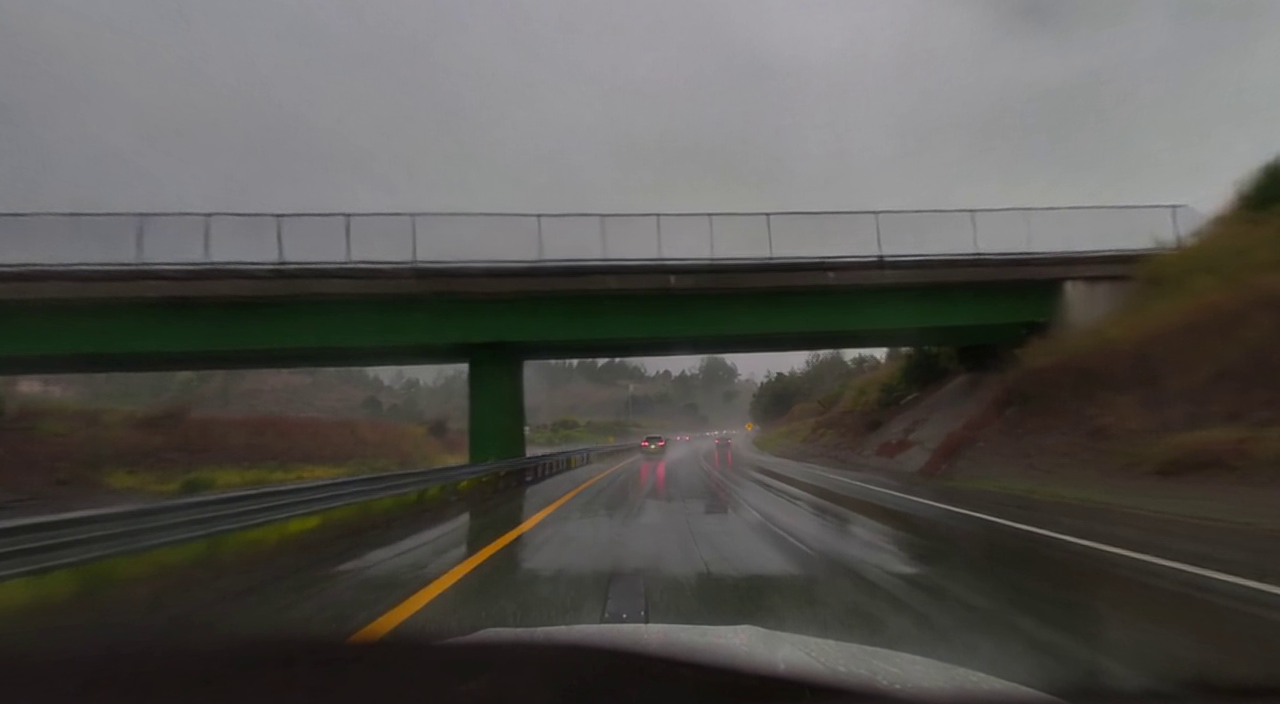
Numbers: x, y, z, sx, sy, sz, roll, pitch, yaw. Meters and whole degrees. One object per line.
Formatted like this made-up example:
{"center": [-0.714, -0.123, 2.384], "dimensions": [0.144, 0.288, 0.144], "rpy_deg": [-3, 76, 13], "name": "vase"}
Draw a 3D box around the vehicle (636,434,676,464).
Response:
{"center": [0.903, 5.186, 33.828], "dimensions": [1.993, 1.461, 3.812], "rpy_deg": [-1, -8, 3], "name": "vehicle"}
